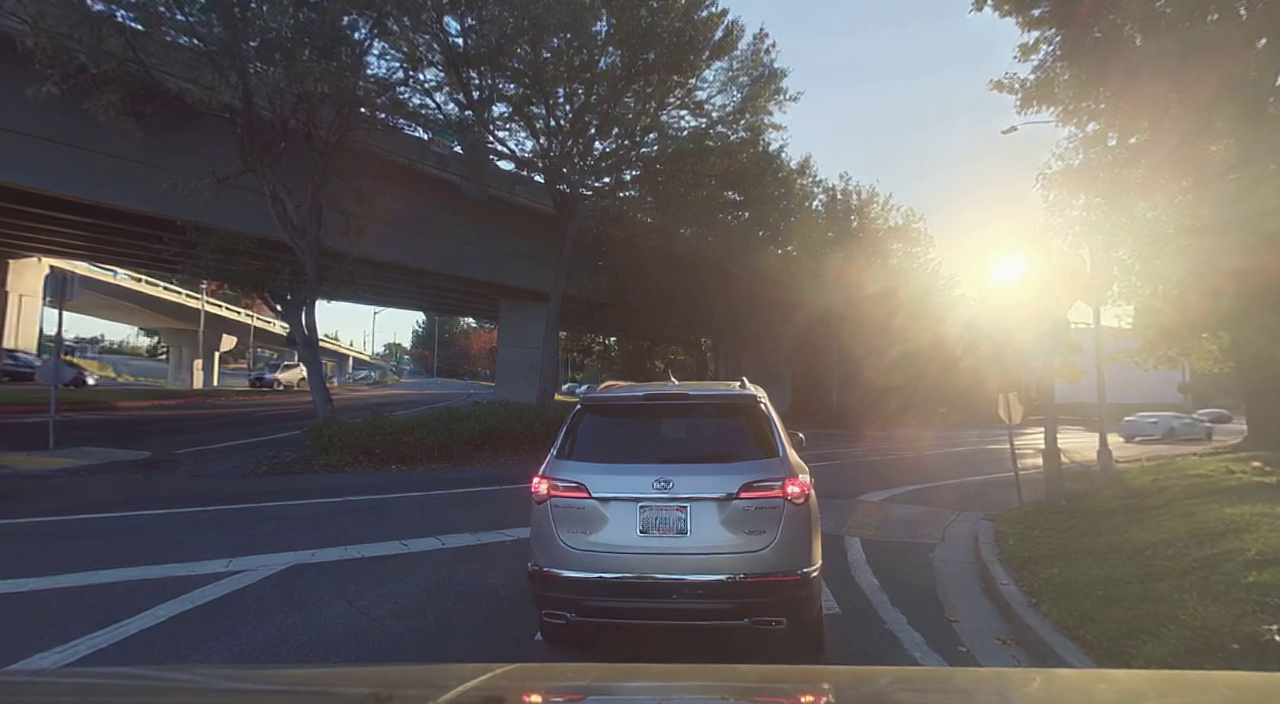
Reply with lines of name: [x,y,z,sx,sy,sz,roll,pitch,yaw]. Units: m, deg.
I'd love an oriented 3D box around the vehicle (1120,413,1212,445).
vehicle: [29.637,4.373,35.507,5.060,1.648,2.038,4,-10,-27]

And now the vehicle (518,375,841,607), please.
vehicle: [0.311,1.403,7.151,2.494,1.804,4.336,0,-9,0]
